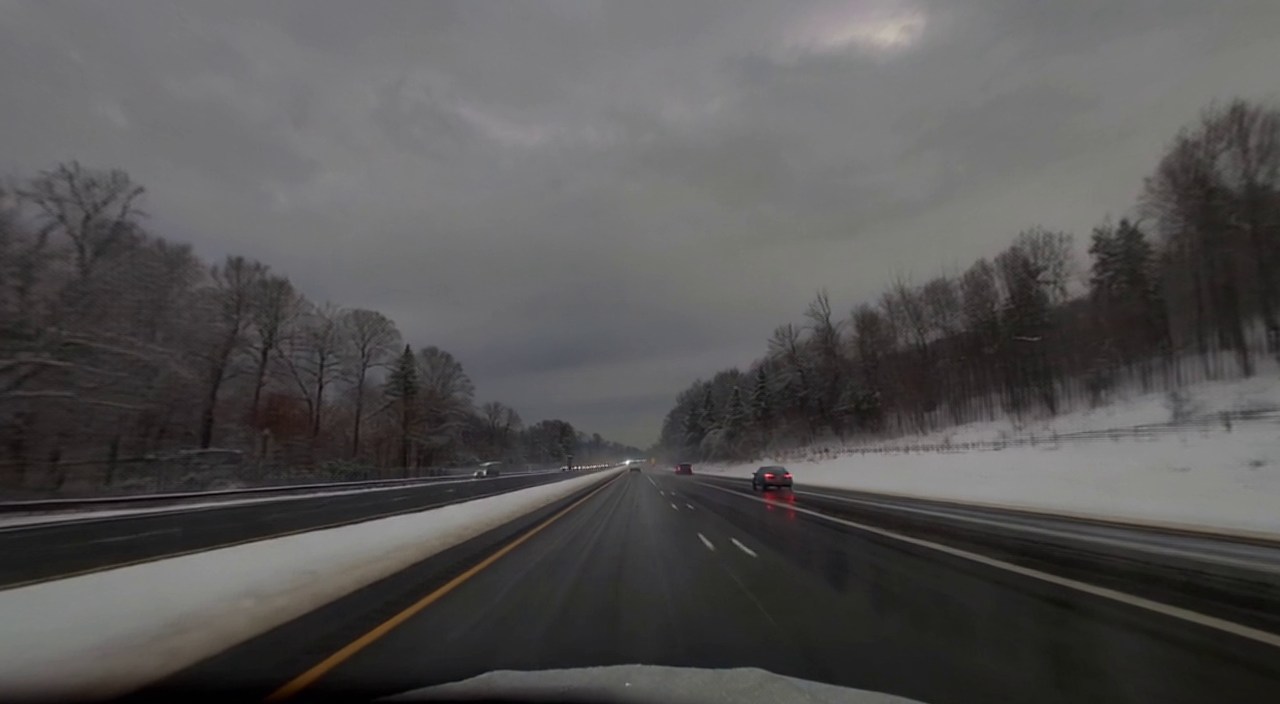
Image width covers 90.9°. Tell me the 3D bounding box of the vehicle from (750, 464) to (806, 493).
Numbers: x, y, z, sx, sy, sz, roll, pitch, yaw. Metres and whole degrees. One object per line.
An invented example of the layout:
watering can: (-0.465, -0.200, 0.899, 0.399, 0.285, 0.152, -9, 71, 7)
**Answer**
vehicle: (7.587, 7.013, 35.101, 2.024, 1.476, 4.352, 1, -10, -2)
